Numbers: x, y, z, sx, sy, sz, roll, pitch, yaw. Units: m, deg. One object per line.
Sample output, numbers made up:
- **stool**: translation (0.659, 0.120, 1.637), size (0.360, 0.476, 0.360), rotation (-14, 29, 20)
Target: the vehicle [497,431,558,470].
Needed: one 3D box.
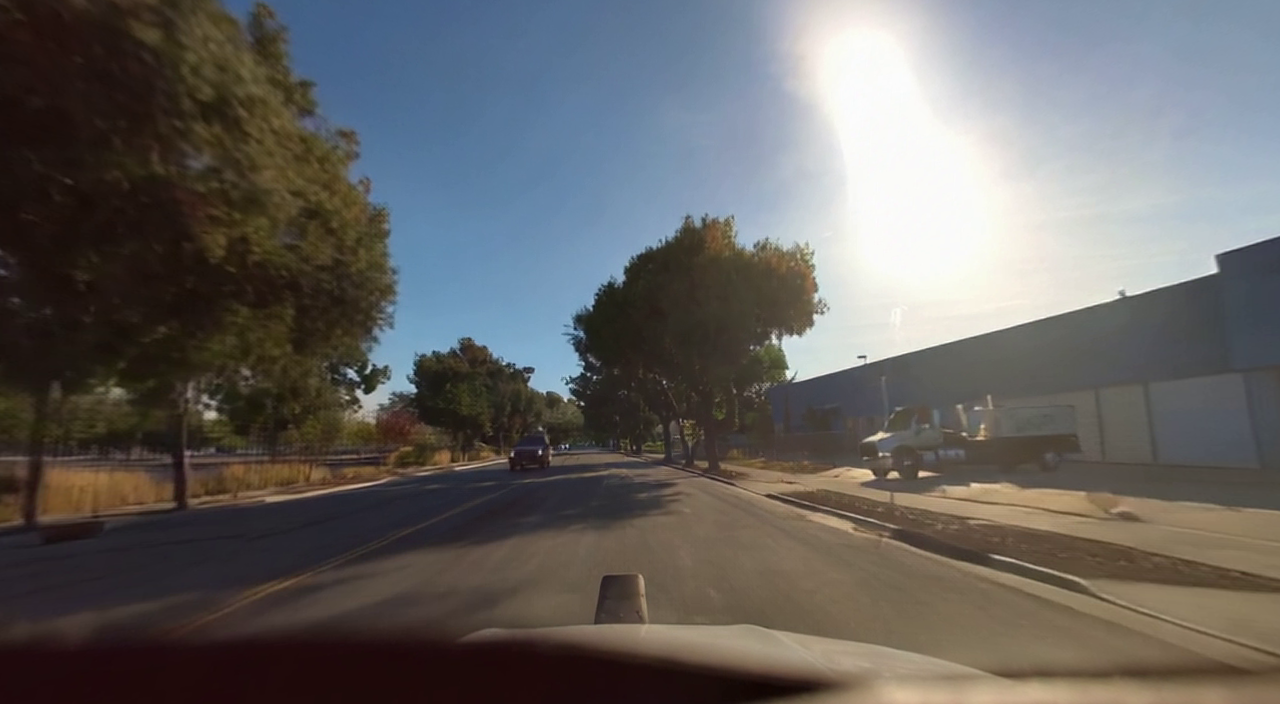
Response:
- **vehicle**: translation (-6.756, 6.048, 38.933), size (2.770, 2.135, 6.329), rotation (0, -8, -2)

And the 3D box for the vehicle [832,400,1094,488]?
- **vehicle**: translation (10.413, 3.002, 20.829), size (7.188, 2.416, 2.528), rotation (-2, -9, -4)
